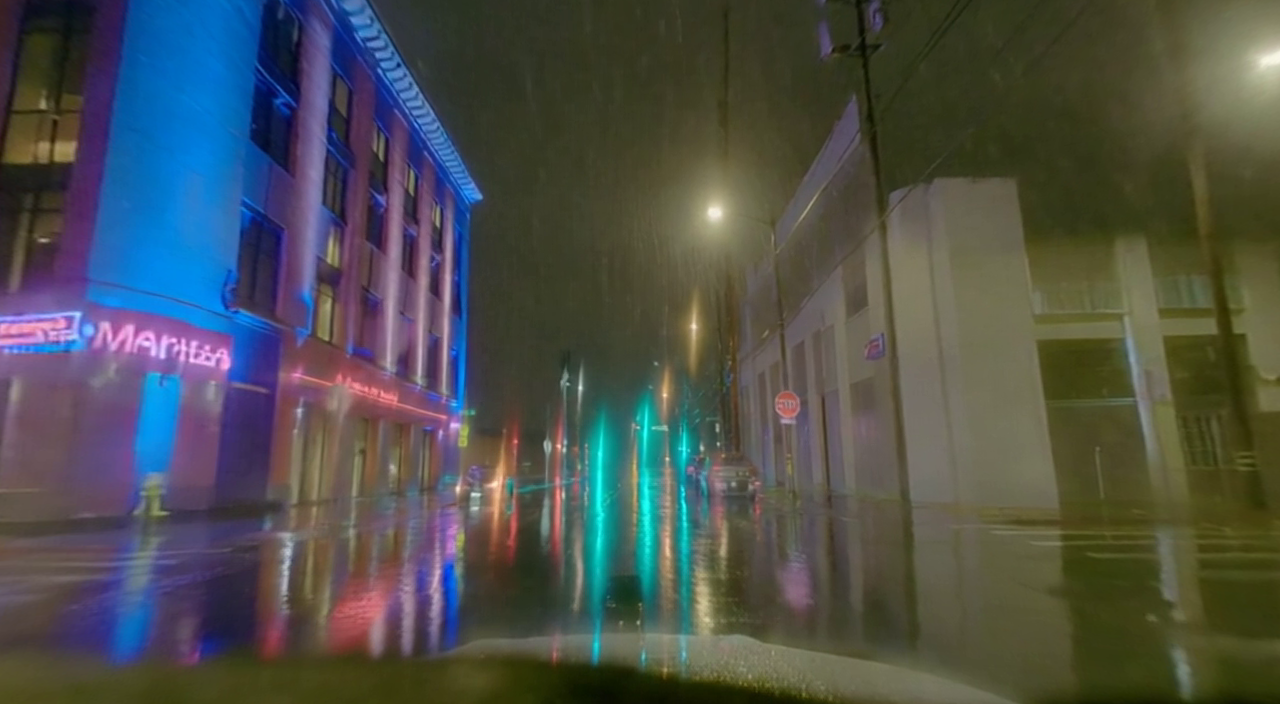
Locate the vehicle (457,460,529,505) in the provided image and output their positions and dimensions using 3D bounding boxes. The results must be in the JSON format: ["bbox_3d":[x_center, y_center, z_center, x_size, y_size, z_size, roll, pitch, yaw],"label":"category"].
[{"bbox_3d":[-5.449,4.852,23.879,1.864,1.447,3.887,0,-8,-2],"label":"vehicle"}]

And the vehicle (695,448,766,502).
[{"bbox_3d":[3.111,4.321,22.642,1.917,1.680,4.500,0,-8,0],"label":"vehicle"}]

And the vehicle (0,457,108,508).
[{"bbox_3d":[-28.062,6.138,30.165,1.665,1.432,4.120,7,-1,0],"label":"vehicle"}]
